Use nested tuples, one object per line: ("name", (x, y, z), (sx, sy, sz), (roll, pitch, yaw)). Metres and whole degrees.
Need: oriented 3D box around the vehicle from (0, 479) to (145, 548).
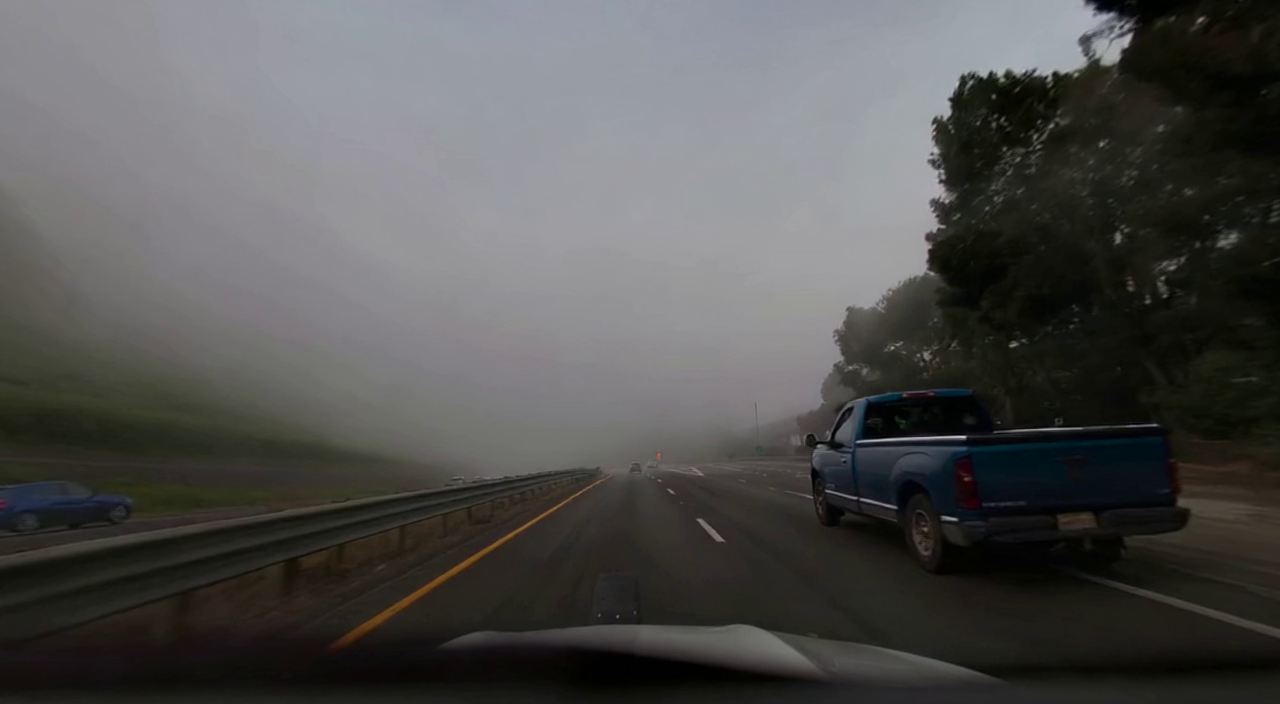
("vehicle", (-22.317, 5.940, 23.839), (2.573, 1.976, 5.651), (0, -9, 1))
